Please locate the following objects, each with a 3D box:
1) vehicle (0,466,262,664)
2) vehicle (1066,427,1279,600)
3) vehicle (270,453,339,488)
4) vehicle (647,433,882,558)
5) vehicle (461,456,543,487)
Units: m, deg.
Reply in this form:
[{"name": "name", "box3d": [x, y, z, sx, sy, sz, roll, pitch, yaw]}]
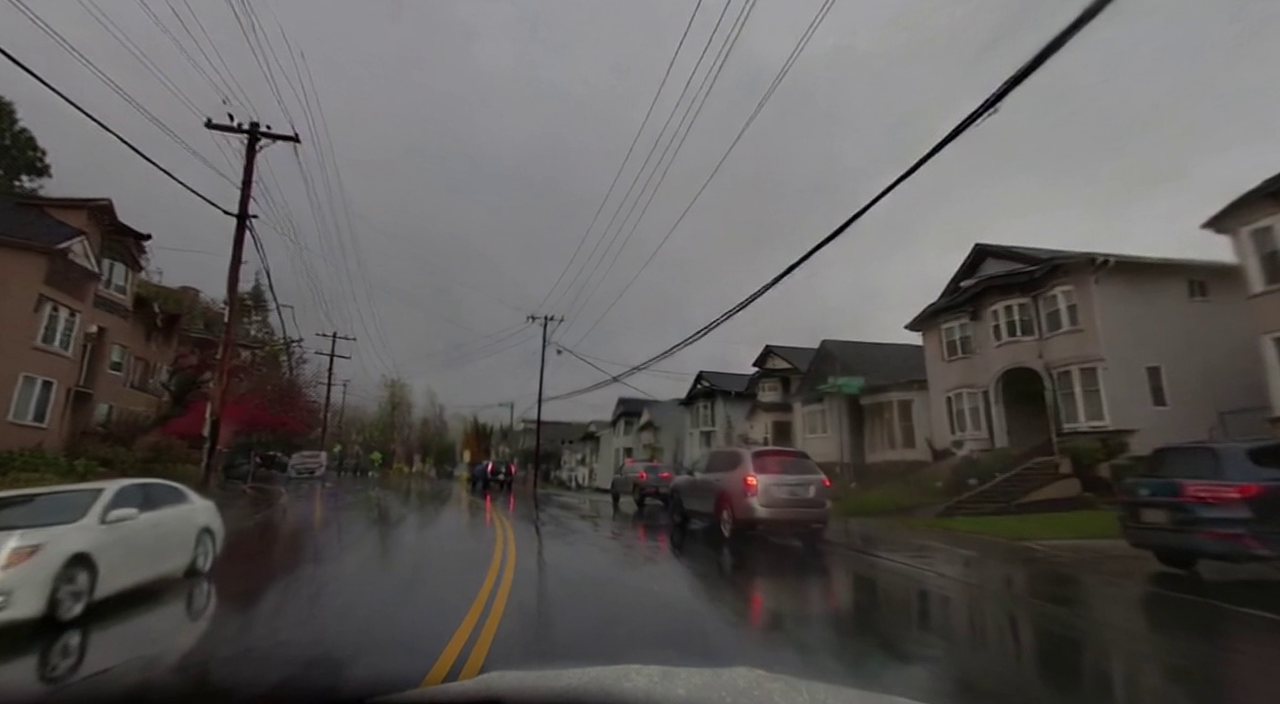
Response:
[{"name": "vehicle", "box3d": [-6.541, 2.099, 7.145, 2.197, 1.462, 4.524, 1, -9, -8]}, {"name": "vehicle", "box3d": [8.280, 1.871, 7.994, 4.386, 1.734, 2.199, 2, -9, -11]}, {"name": "vehicle", "box3d": [-15.558, 5.407, 29.182, 1.930, 1.451, 4.338, 7, -11, -38]}, {"name": "vehicle", "box3d": [2.139, 2.755, 12.921, 2.449, 1.869, 5.504, 7, -10, -15]}, {"name": "vehicle", "box3d": [-10.230, 8.902, 46.958, 5.523, 2.018, 2.216, 9, -18, -38]}]
